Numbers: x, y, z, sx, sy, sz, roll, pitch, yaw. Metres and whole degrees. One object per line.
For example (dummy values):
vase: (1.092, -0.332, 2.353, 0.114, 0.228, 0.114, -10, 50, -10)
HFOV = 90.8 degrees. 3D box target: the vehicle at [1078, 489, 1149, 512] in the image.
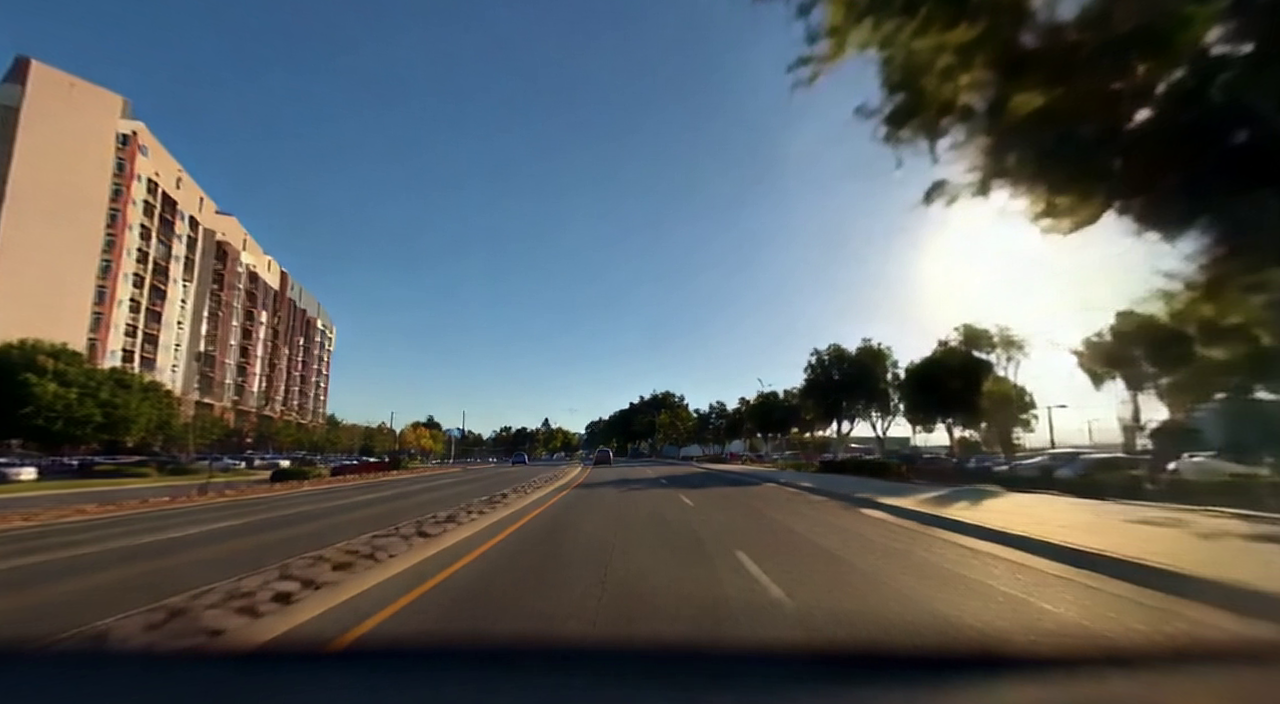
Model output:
vehicle: (35.208, 11.044, 47.070, 3.738, 1.499, 1.843, 0, -9, 4)

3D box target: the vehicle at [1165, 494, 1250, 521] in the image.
vehicle: (34.741, 9.521, 38.732, 3.528, 1.442, 1.620, 0, -8, 1)

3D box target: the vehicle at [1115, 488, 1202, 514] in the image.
vehicle: (34.198, 9.818, 41.764, 3.968, 1.517, 1.867, 0, -10, 5)

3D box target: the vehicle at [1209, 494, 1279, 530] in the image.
vehicle: (33.768, 8.490, 33.574, 4.822, 1.656, 2.035, 0, -9, 5)
